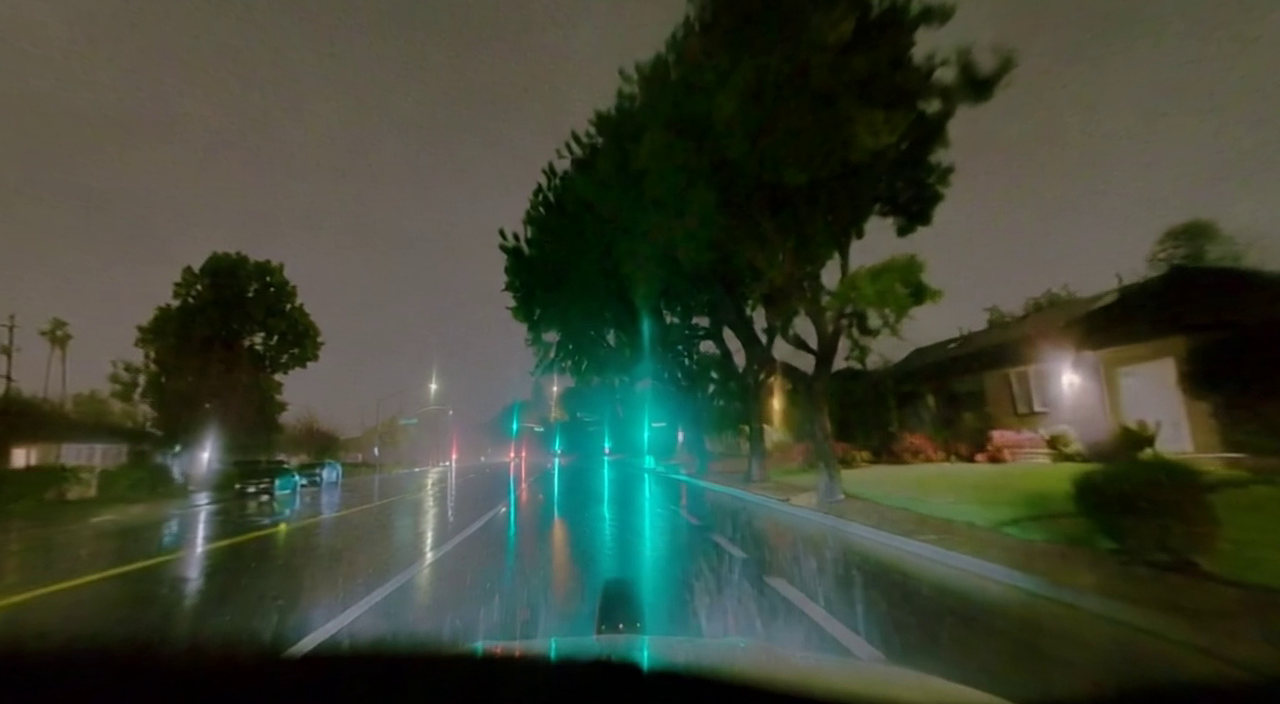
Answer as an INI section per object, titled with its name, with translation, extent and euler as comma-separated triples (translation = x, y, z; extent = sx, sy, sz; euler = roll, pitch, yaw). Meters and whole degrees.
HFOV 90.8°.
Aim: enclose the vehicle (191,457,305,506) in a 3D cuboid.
[vehicle]
translation = -16.717, 5.511, 27.354
extent = 2.029, 1.726, 5.366
euler = -4, -9, -6
